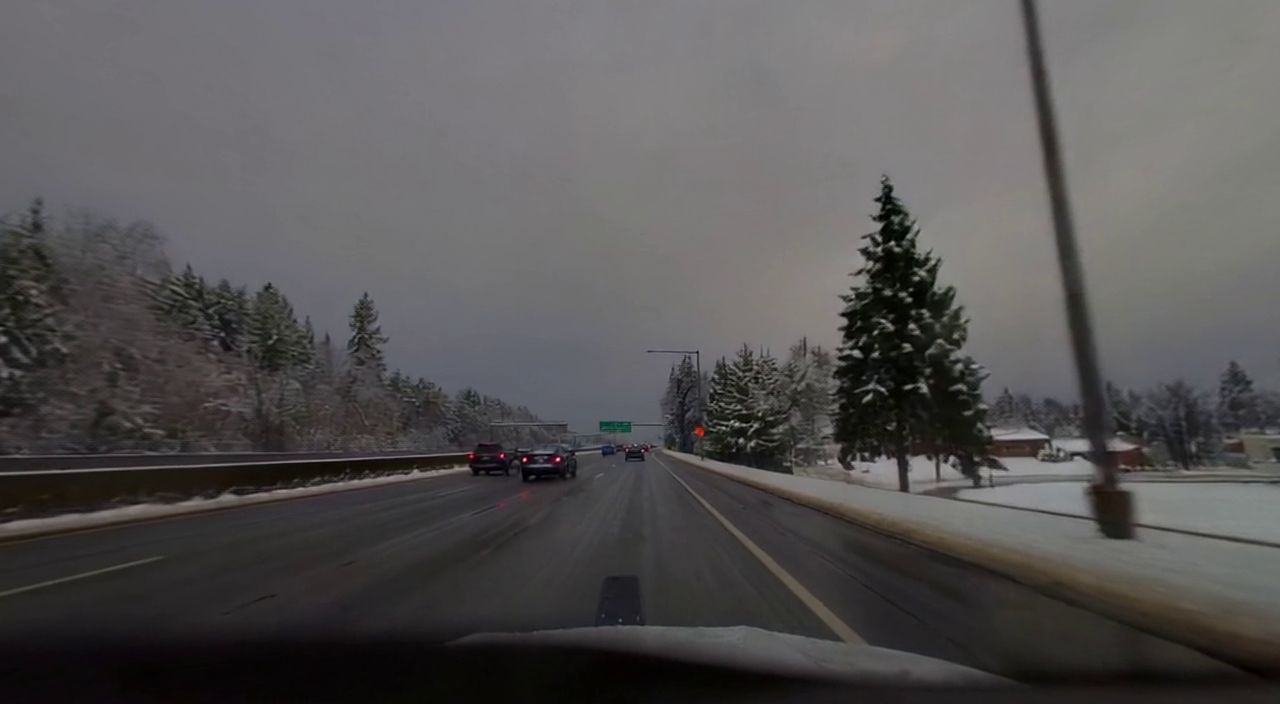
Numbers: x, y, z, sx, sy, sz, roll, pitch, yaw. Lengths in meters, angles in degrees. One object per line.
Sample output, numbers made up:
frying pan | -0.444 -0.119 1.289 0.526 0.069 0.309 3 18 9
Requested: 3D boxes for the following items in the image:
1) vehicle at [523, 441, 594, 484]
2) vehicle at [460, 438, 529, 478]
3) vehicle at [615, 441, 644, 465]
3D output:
vehicle | -3.201 4.465 25.834 2.102 1.562 4.884 -1 -9 2
vehicle | -6.962 5.111 30.707 2.091 1.795 4.617 -1 -9 2
vehicle | -0.772 7.764 48.791 2.179 1.742 4.396 0 -9 0
